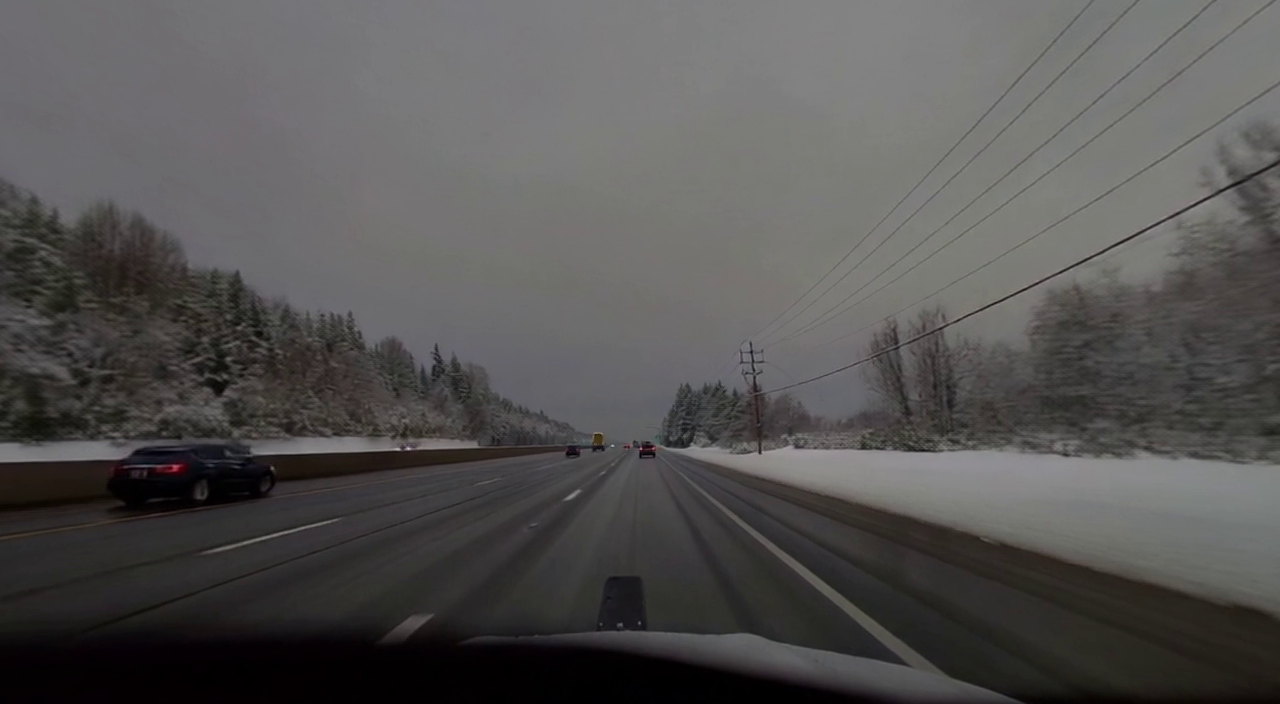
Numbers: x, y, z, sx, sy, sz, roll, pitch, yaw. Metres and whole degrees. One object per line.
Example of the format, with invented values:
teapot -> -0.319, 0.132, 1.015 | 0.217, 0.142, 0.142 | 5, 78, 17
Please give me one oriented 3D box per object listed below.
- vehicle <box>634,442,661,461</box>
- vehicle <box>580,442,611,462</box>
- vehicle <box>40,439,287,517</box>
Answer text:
vehicle -> 0.610, 7.894, 49.831 | 2.057, 1.453, 3.926 | 0, -8, 0
vehicle -> -3.430, 7.795, 49.164 | 2.046, 1.478, 4.111 | 0, -8, 0
vehicle -> -10.572, 2.783, 14.547 | 1.955, 1.496, 4.732 | 0, -8, 1
